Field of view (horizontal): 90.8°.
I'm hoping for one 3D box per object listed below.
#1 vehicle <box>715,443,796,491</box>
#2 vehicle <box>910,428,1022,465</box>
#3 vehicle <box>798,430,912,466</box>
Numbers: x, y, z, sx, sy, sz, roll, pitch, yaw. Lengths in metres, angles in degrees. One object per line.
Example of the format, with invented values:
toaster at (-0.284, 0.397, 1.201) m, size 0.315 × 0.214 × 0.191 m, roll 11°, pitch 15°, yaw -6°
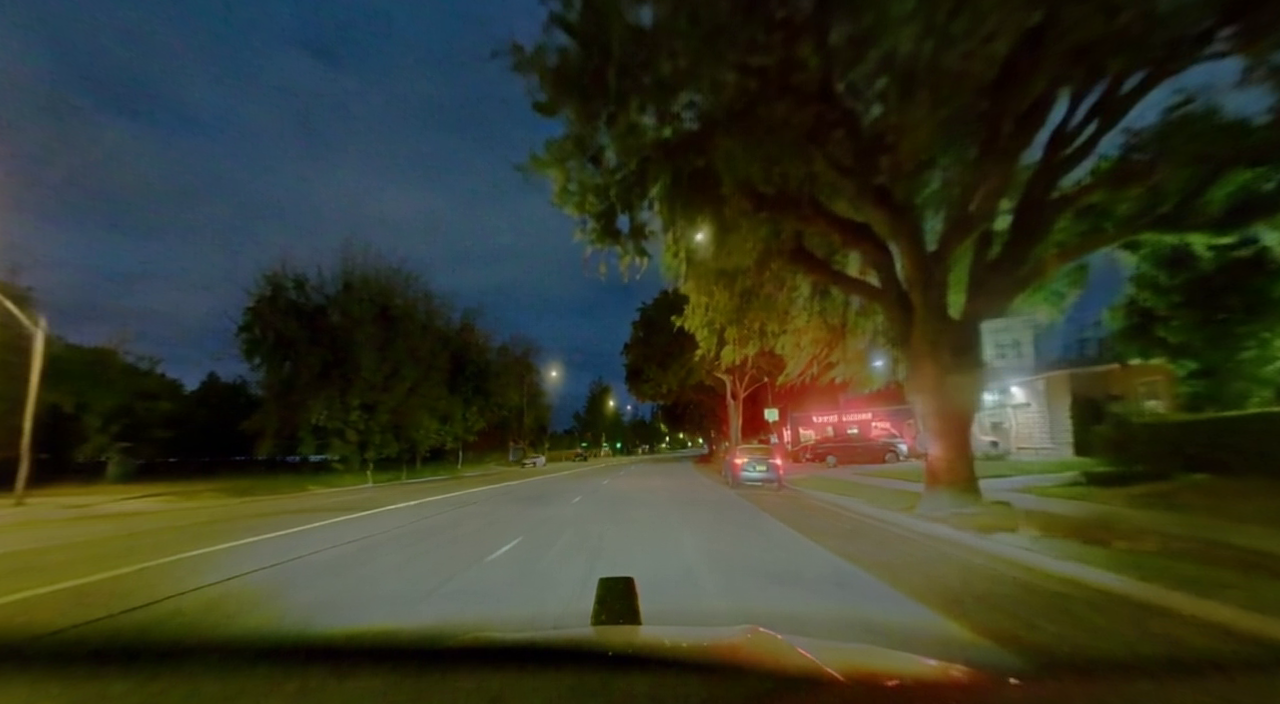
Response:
vehicle at (4.002, 4.068, 22.799) m, size 2.080 × 1.503 × 4.821 m, roll 0°, pitch -8°, yaw 1°
vehicle at (15.706, 4.583, 30.628) m, size 4.290 × 1.717 × 2.013 m, roll -1°, pitch -9°, yaw 7°
vehicle at (11.412, 5.156, 33.948) m, size 5.369 × 1.860 × 2.163 m, roll -1°, pitch -9°, yaw 5°
